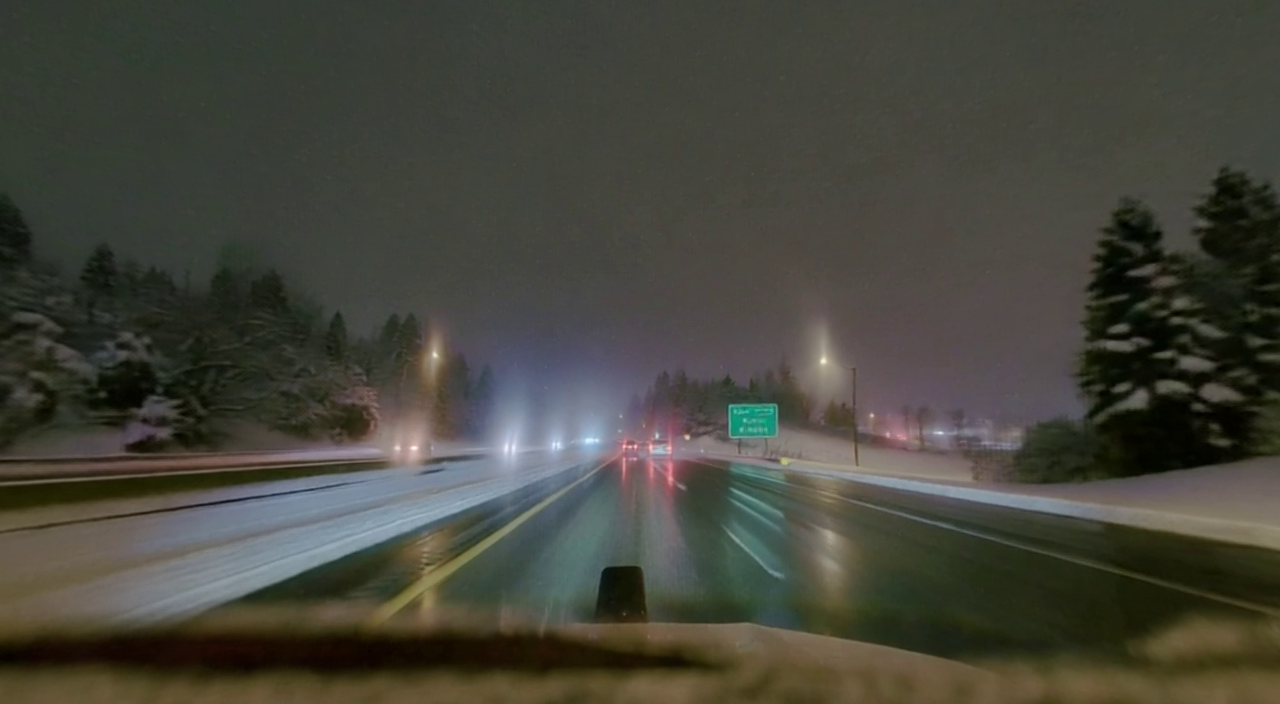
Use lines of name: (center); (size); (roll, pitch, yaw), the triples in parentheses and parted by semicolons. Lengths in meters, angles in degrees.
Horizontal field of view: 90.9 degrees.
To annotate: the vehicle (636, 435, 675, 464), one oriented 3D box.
vehicle: (1.039, 6.906, 44.828); (2.431, 1.916, 4.808); (0, -8, -2)
